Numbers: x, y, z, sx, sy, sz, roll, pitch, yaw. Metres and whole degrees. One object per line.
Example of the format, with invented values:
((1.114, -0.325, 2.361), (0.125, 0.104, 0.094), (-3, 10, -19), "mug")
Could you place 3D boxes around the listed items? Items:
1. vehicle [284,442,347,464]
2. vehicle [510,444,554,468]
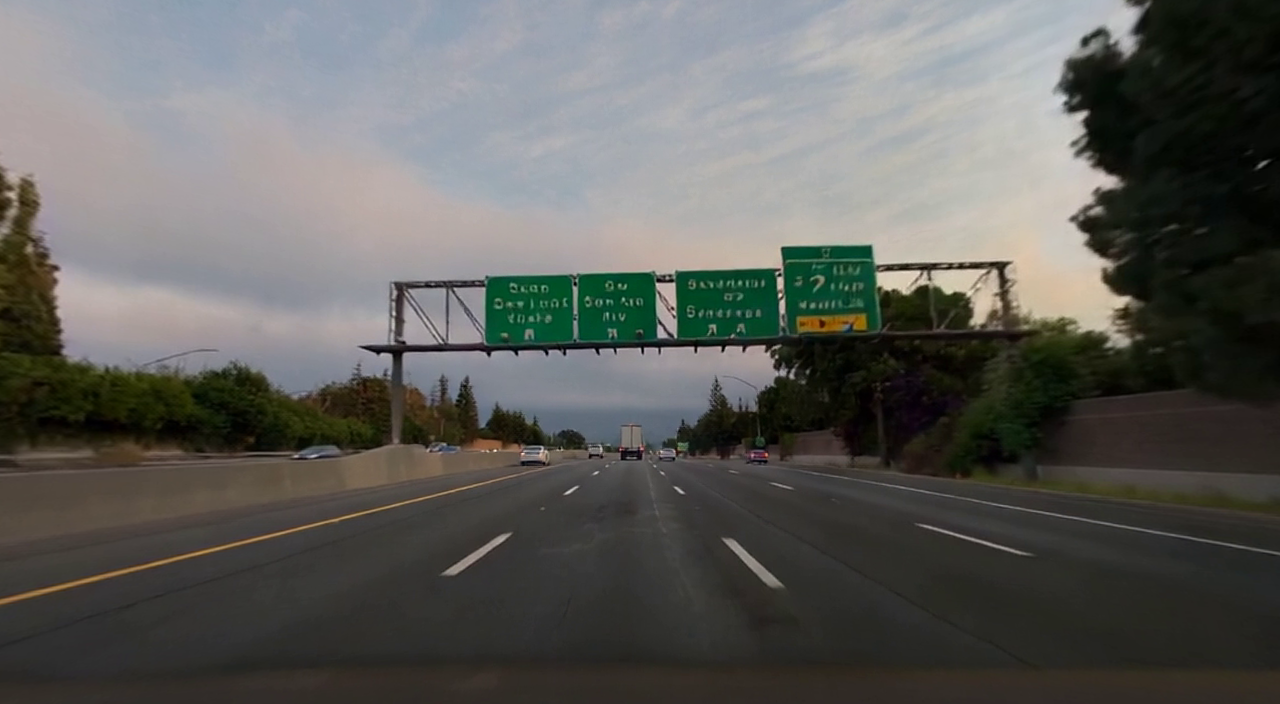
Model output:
((-22.819, 7.126, 44.674), (1.885, 1.477, 4.762), (-1, -9, 1), "vehicle")
((-7.341, 7.097, 43.312), (2.117, 1.518, 4.930), (-1, -9, 1), "vehicle")
